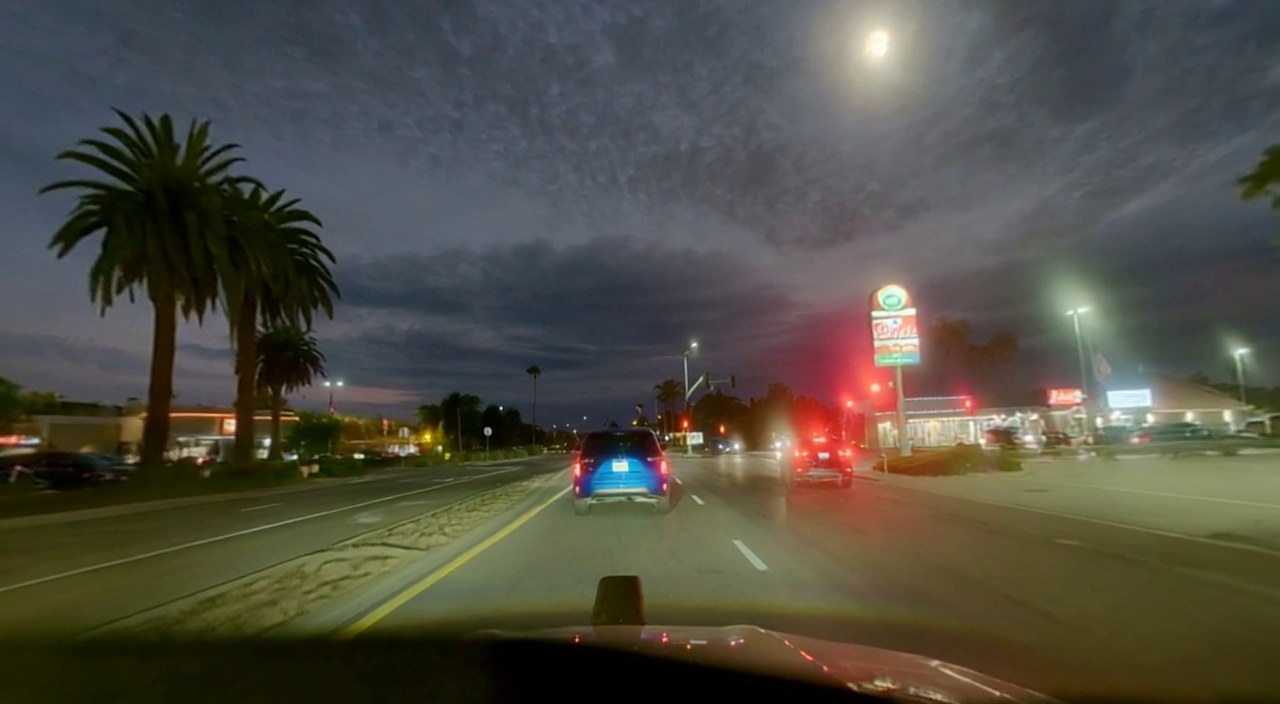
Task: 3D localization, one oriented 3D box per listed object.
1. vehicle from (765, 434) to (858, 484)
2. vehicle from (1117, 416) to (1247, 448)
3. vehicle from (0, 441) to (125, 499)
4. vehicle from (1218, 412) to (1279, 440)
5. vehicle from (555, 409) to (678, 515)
[{"bbox_3d":[5.942,3.762,22.479,2.086,1.560,4.542,0,-8,1],"label":"vehicle"},{"bbox_3d":[31.963,4.797,37.511,5.390,1.773,2.119,-4,-9,26],"label":"vehicle"},{"bbox_3d":[-19.304,3.672,19.859,4.510,1.682,1.902,0,-8,1],"label":"vehicle"},{"bbox_3d":[44.254,5.218,44.395,4.931,1.912,1.893,-6,-10,32],"label":"vehicle"},{"bbox_3d":[-0.535,2.369,14.066,2.263,1.932,4.709,0,-8,-2],"label":"vehicle"}]
